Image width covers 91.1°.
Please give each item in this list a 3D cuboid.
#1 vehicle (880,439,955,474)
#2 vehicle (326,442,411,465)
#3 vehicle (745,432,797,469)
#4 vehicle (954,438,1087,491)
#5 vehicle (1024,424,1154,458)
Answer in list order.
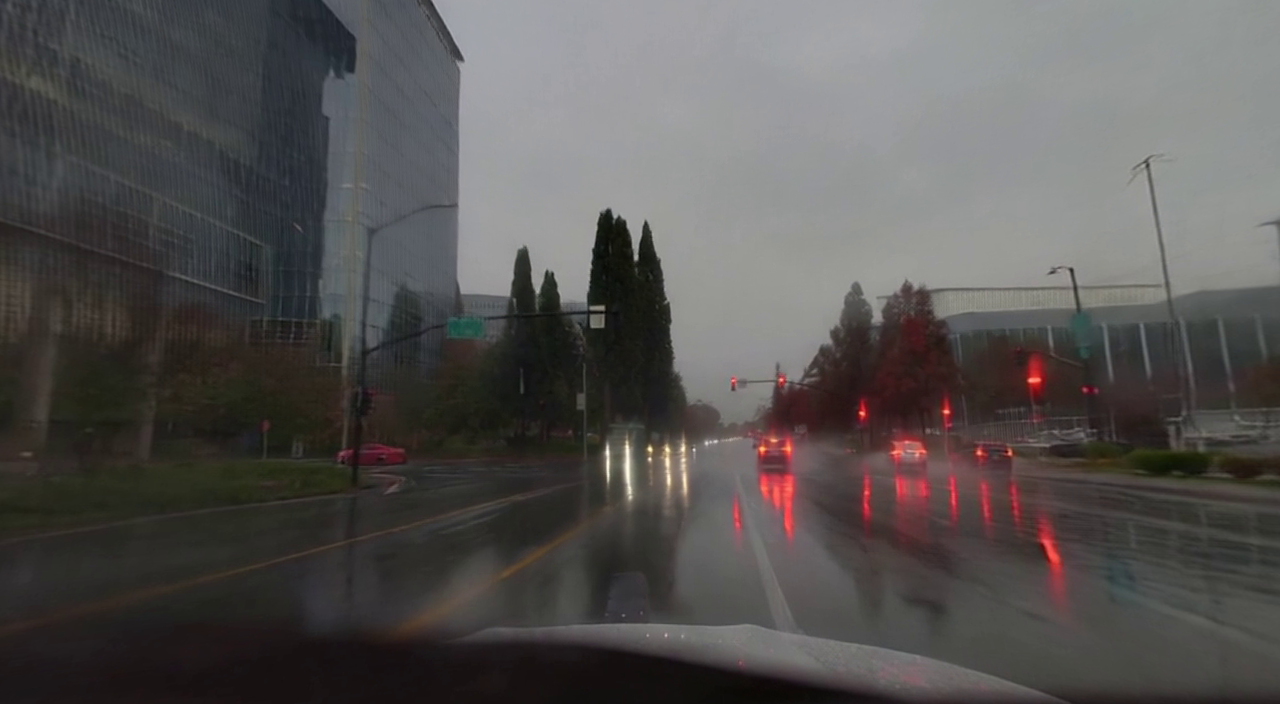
[{"bbox_3d":[12.624,4.776,28.887,1.860,1.460,4.379,-1,-9,6],"label":"vehicle"},{"bbox_3d":[-18.388,6.904,42.650,4.856,1.528,2.053,-1,-10,8],"label":"vehicle"},{"bbox_3d":[6.720,5.090,32.543,2.203,1.801,4.331,-1,-9,6],"label":"vehicle"},{"bbox_3d":[11.644,3.445,19.600,1.896,1.463,4.296,-1,-9,7],"label":"vehicle"},{"bbox_3d":[28.392,5.695,39.929,6.170,1.978,2.399,-1,-9,7],"label":"vehicle"}]
